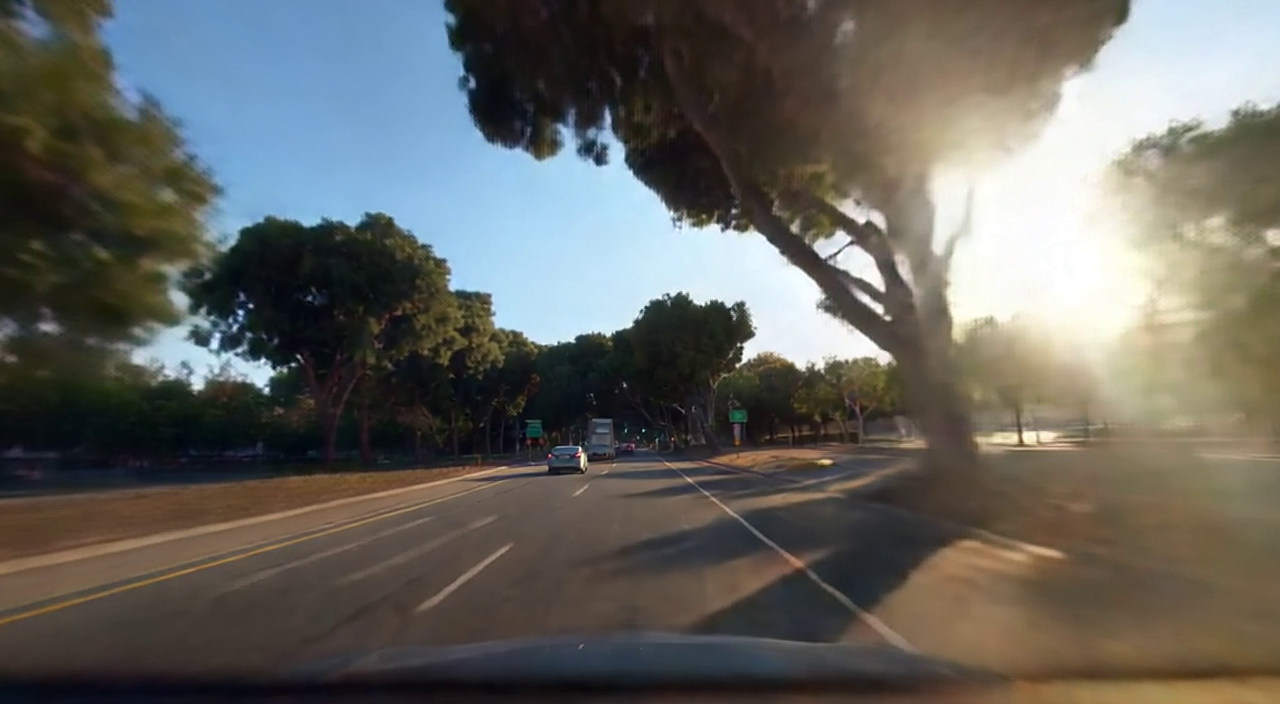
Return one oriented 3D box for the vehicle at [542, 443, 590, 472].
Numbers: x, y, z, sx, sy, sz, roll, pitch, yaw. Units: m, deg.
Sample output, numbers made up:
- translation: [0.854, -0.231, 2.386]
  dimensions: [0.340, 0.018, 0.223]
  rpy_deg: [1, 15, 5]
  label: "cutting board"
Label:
- translation: [-3.941, 5.706, 34.261]
  dimensions: [2.005, 1.462, 4.345]
  rpy_deg: [0, -8, 1]
  label: "vehicle"
